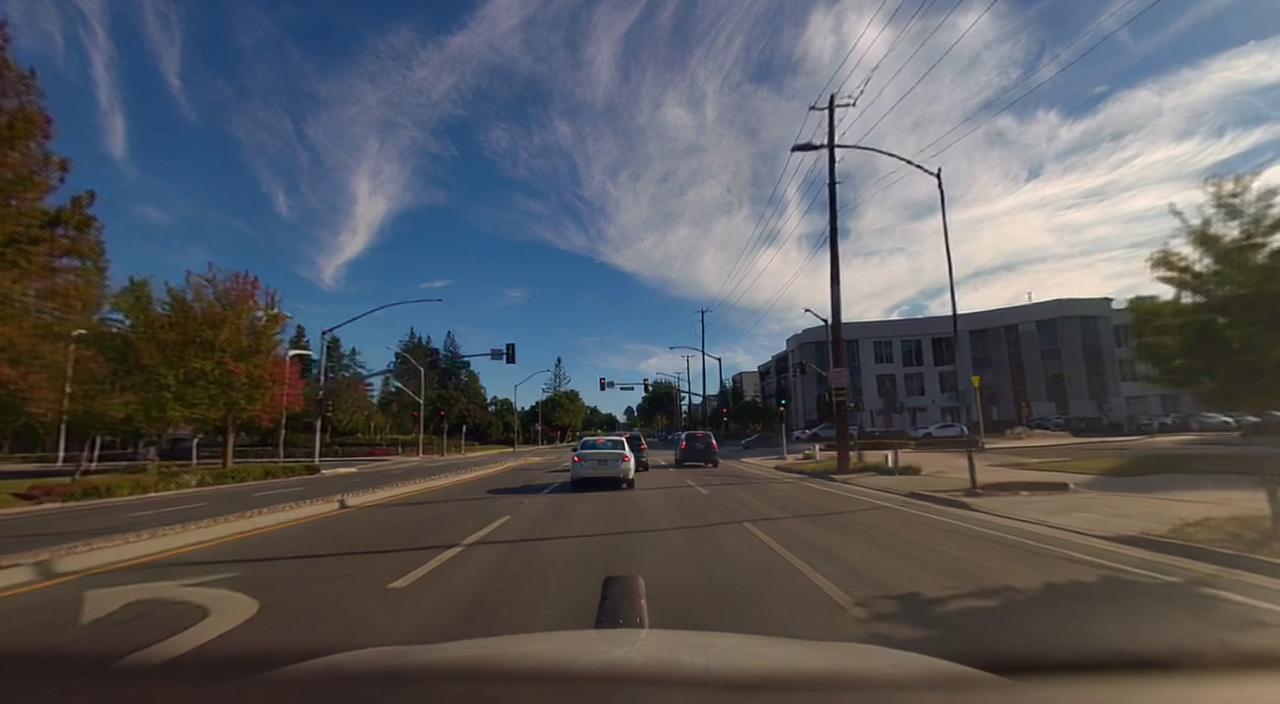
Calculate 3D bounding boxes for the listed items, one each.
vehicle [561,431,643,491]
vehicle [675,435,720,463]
[{"bbox_3d":[-0.969,3.056,18.042,2.075,1.470,3.962,0,-8,0],"label":"vehicle"},{"bbox_3d":[3.200,5.478,35.889,1.945,1.470,4.363,0,-8,-3],"label":"vehicle"}]
